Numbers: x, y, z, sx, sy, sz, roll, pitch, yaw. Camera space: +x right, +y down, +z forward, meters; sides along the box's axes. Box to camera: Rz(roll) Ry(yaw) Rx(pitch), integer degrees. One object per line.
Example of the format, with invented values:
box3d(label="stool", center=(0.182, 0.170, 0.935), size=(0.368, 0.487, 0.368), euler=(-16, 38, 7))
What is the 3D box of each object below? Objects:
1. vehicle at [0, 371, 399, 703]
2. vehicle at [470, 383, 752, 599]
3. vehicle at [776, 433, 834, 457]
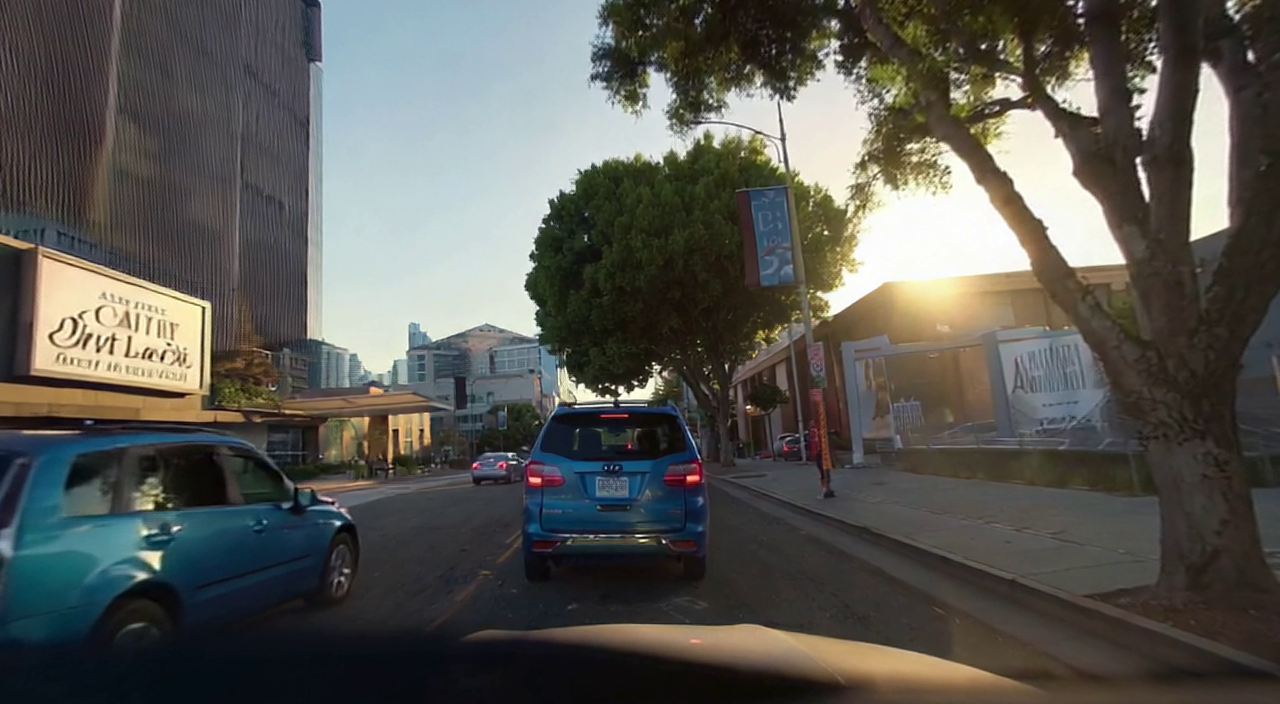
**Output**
box3d(label="vehicle", center=(-3.409, 1.203, 4.269), size=(1.971, 1.658, 4.428), euler=(0, -8, -2))
box3d(label="vehicle", center=(-0.343, 1.570, 7.993), size=(2.531, 1.930, 4.382), euler=(0, -8, -2))
box3d(label="vehicle", center=(10.504, 5.929, 40.095), size=(1.877, 1.416, 3.965), euler=(-8, -12, 41))
